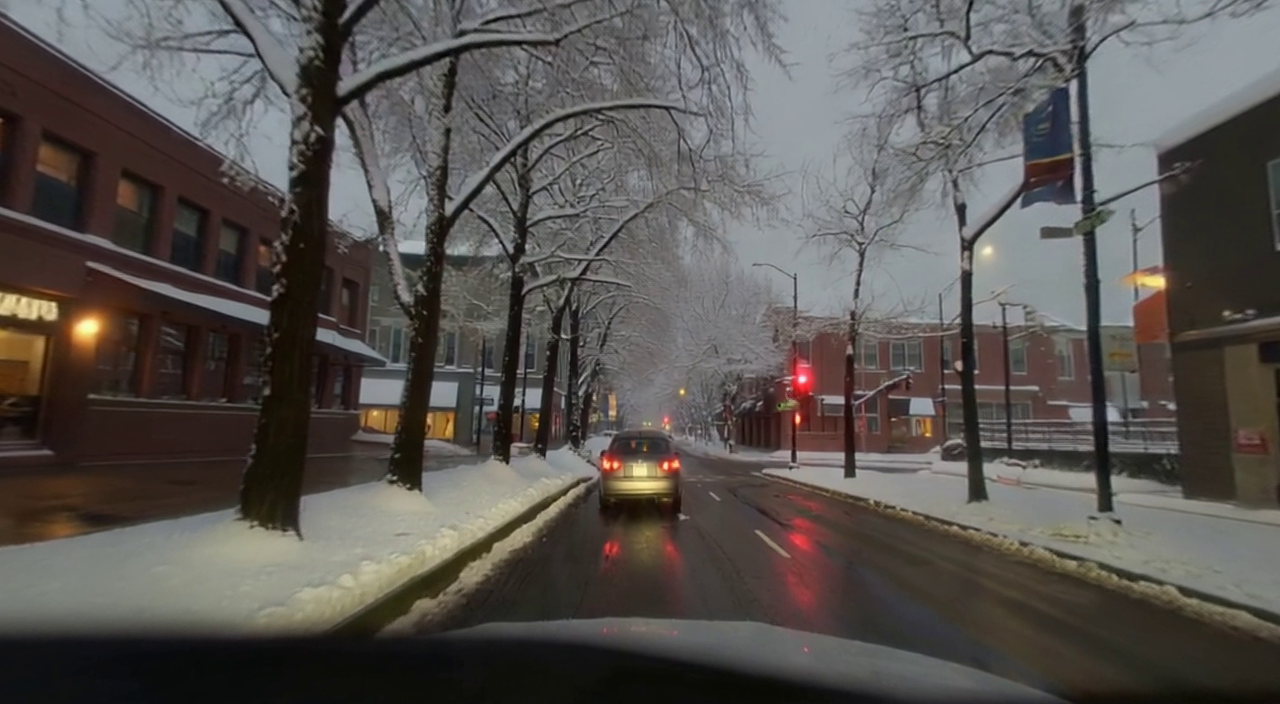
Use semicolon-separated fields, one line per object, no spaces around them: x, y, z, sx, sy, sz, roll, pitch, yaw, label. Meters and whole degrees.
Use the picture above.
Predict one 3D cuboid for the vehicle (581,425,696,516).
-0.069;2.449;13.439;2.079;1.621;3.861;0;-9;-1;vehicle
